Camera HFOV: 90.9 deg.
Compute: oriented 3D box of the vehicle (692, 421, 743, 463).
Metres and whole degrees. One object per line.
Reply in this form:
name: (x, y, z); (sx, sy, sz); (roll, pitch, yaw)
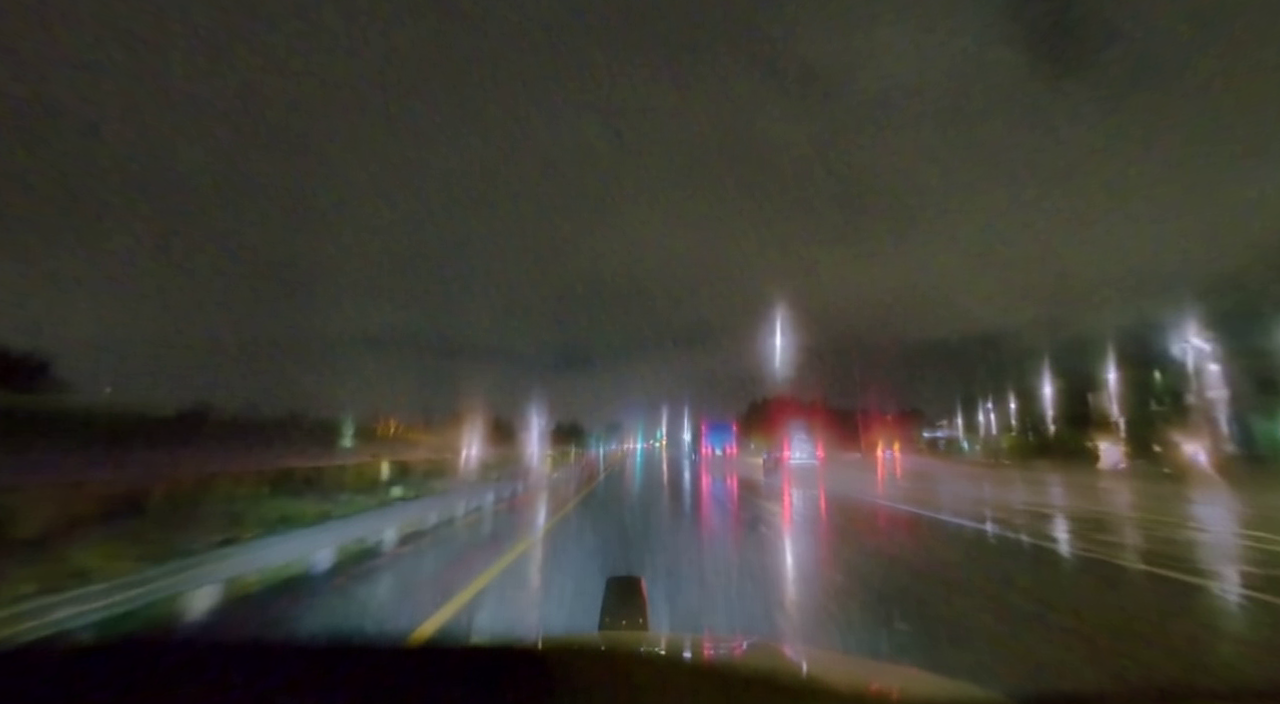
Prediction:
vehicle: (4.869, 5.809, 40.642); (2.430, 2.495, 6.062); (0, -8, -1)
